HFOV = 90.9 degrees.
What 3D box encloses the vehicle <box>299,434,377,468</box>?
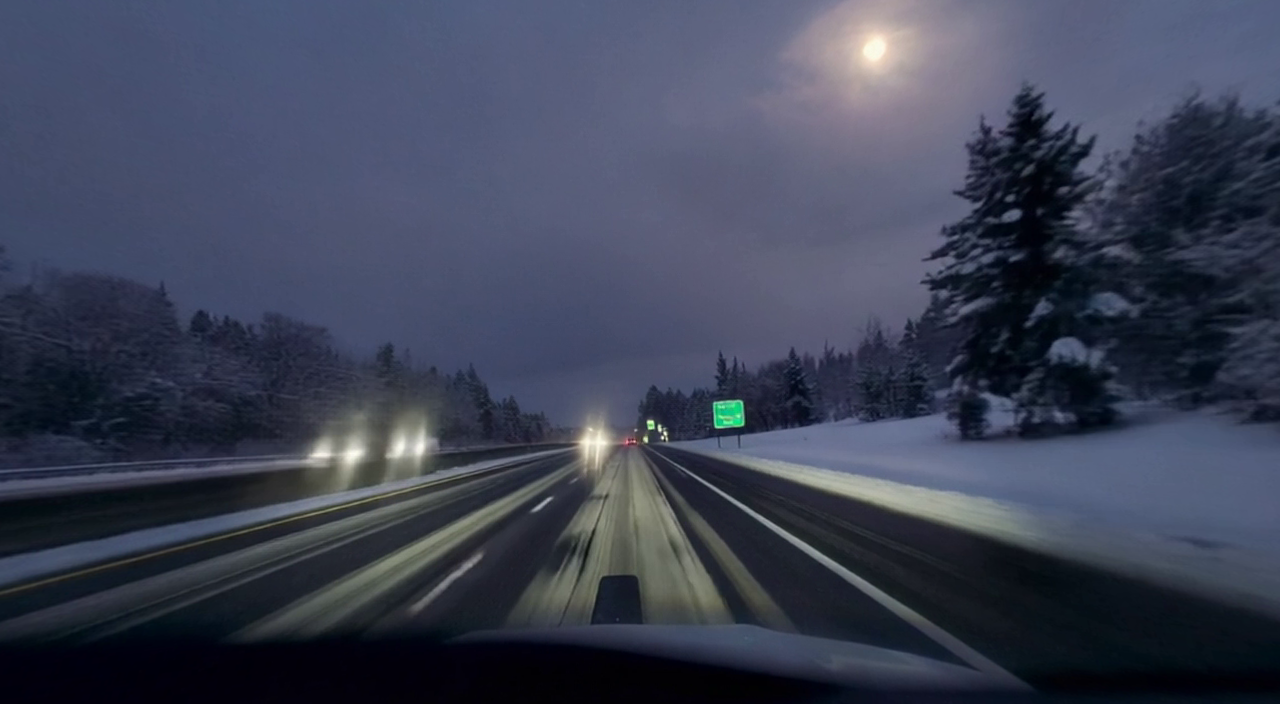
[{"bbox_3d":[-13.963,4.574,29.408,1.675,1.473,3.910,0,-8,0],"label":"vehicle"}]
